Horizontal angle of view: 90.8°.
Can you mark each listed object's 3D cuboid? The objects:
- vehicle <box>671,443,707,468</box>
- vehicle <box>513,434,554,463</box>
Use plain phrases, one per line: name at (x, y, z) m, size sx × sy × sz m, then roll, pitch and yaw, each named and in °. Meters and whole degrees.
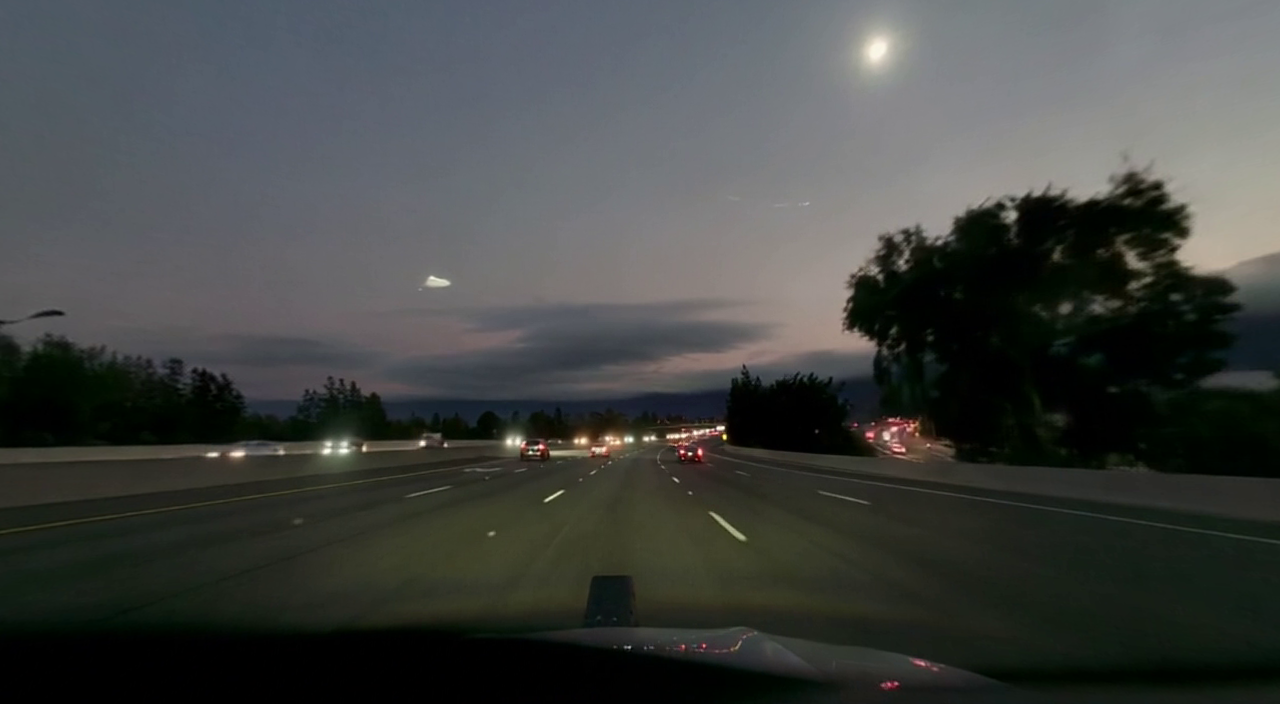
vehicle at (3.034, 6.491, 39.942) m, size 1.967 × 1.475 × 4.080 m, roll 0°, pitch -8°, yaw 0°
vehicle at (-7.232, 6.612, 43.398) m, size 2.009 × 1.850 × 4.338 m, roll 0°, pitch -8°, yaw 0°
